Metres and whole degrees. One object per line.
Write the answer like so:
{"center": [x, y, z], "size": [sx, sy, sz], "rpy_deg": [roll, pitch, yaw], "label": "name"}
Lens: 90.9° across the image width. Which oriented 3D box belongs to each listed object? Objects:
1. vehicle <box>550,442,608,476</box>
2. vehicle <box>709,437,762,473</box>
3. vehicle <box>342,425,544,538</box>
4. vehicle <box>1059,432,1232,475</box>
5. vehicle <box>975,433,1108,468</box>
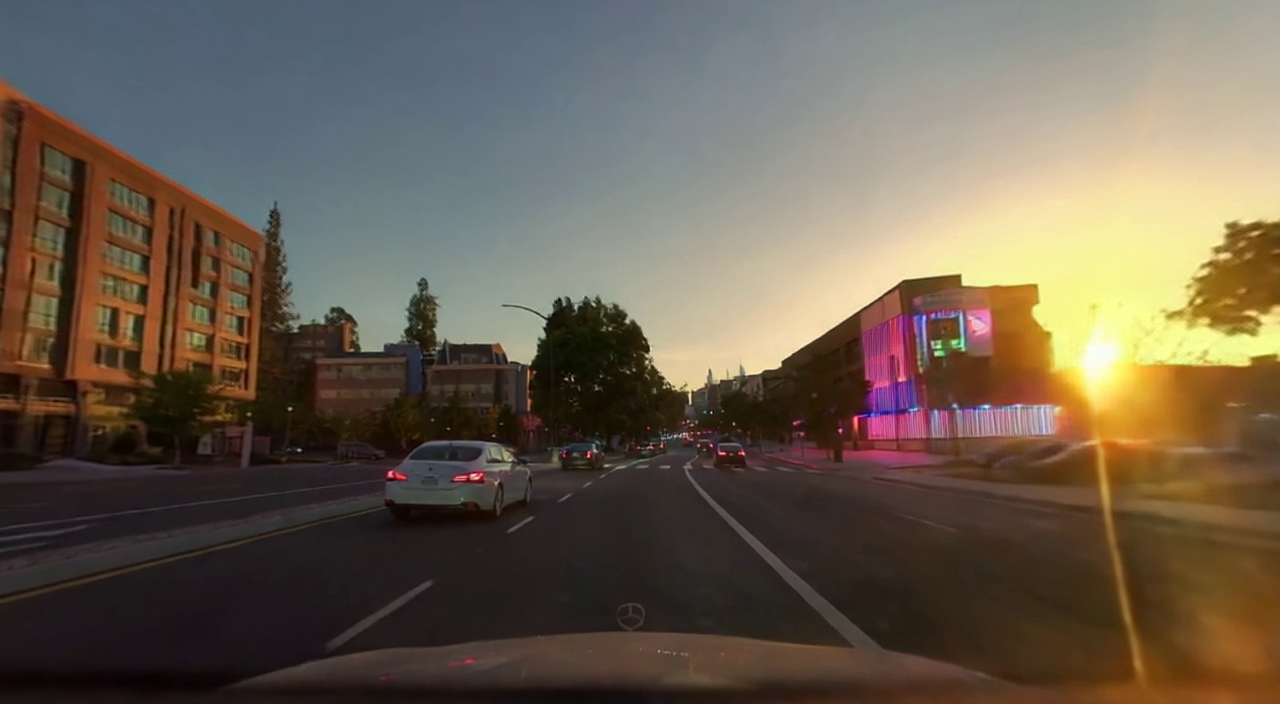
{"center": [-2.722, 4.897, 29.105], "size": [1.980, 1.454, 4.226], "rpy_deg": [-1, -8, 3], "label": "vehicle"}
{"center": [4.758, 5.191, 32.049], "size": [2.103, 1.699, 4.171], "rpy_deg": [0, -8, 1], "label": "vehicle"}
{"center": [-3.134, 2.166, 11.202], "size": [2.118, 1.568, 4.436], "rpy_deg": [0, -8, 1], "label": "vehicle"}
{"center": [18.519, 3.736, 23.279], "size": [4.502, 1.454, 2.129], "rpy_deg": [0, -8, 1], "label": "vehicle"}
{"center": [18.357, 4.523, 28.986], "size": [4.583, 1.491, 2.192], "rpy_deg": [0, -8, -1], "label": "vehicle"}
